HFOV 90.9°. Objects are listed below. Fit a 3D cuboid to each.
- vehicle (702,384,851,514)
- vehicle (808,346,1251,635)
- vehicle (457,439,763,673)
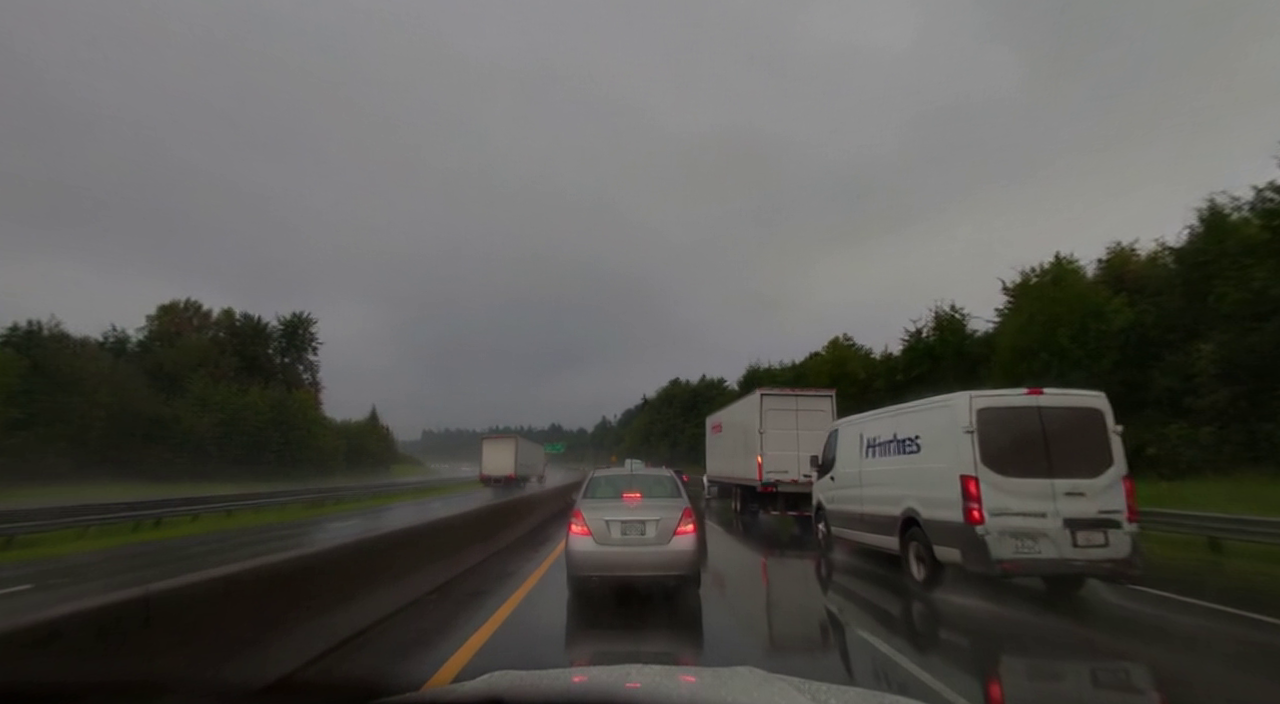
[{"bbox_3d":[4.774,4.030,25.228,2.936,3.972,11.144,1,-11,-3],"label":"vehicle"},{"bbox_3d":[4.151,1.697,8.318,2.328,2.537,5.290,1,-11,-1],"label":"vehicle"},{"bbox_3d":[-0.241,1.660,5.891,1.980,1.493,3.410,1,-11,-2],"label":"vehicle"}]
